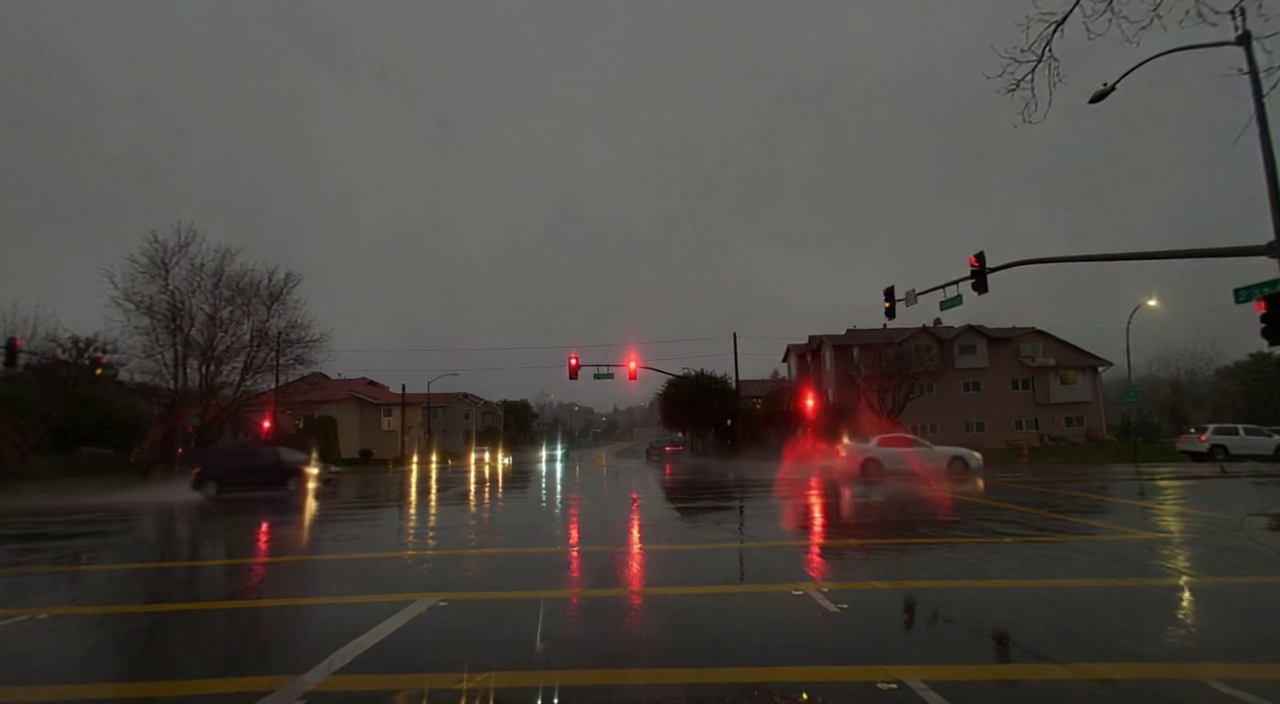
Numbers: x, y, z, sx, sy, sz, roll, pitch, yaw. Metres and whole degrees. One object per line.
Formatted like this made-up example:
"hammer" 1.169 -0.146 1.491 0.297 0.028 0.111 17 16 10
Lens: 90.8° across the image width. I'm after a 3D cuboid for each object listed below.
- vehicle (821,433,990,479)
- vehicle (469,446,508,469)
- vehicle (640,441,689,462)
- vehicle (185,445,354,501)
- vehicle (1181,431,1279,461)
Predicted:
"vehicle" 8.918 3.523 21.551 4.823 1.449 2.017 0 -9 -1
"vehicle" -10.703 7.459 44.755 1.881 1.509 3.377 0 -9 1
"vehicle" 1.769 7.539 47.934 1.932 1.539 4.873 3 -9 -20
"vehicle" -12.255 4.002 21.127 4.431 1.739 1.935 -1 -9 1
"vehicle" 31.327 4.887 33.020 4.318 1.488 1.870 0 -9 -1
